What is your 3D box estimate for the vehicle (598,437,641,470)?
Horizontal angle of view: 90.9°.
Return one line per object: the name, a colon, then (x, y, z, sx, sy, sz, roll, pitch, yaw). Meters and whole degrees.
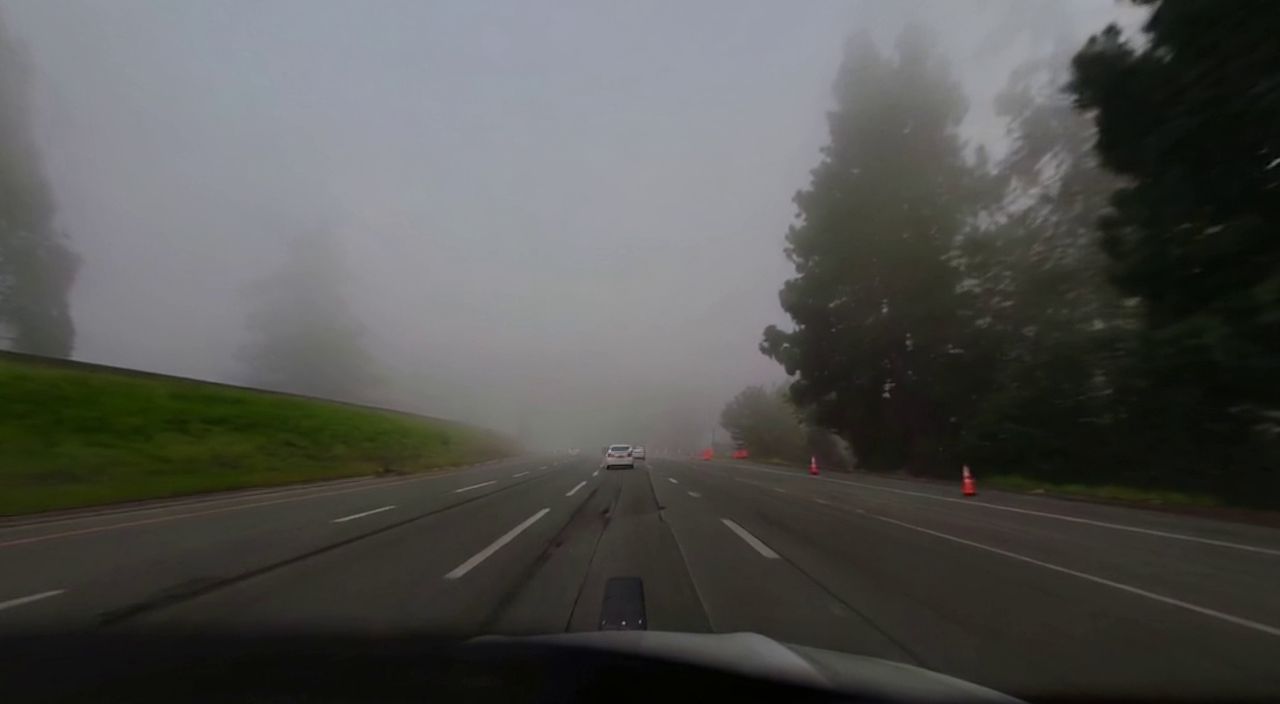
vehicle: (-1.256, 5.943, 37.229, 2.328, 1.805, 4.502, 0, -8, -3)
